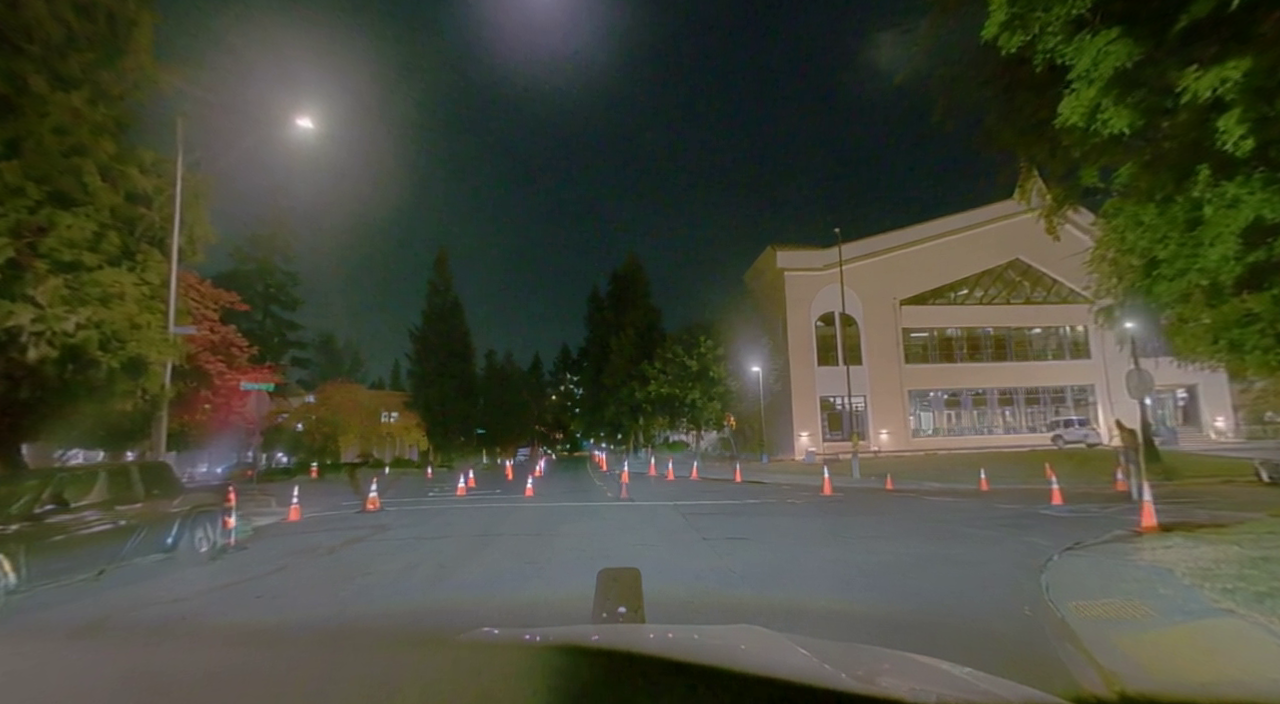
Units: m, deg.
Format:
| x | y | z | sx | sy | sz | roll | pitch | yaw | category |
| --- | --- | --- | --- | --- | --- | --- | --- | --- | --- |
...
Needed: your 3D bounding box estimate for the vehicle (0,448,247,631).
| x | y | z | sx | sy | sz | roll | pitch | yaw | category |
| --- | --- | --- | --- | --- | --- | --- | --- | --- | --- |
| -7.610 | 1.849 | 6.378 | 2.961 | 1.701 | 7.563 | 1 | -8 | -5 | vehicle |
